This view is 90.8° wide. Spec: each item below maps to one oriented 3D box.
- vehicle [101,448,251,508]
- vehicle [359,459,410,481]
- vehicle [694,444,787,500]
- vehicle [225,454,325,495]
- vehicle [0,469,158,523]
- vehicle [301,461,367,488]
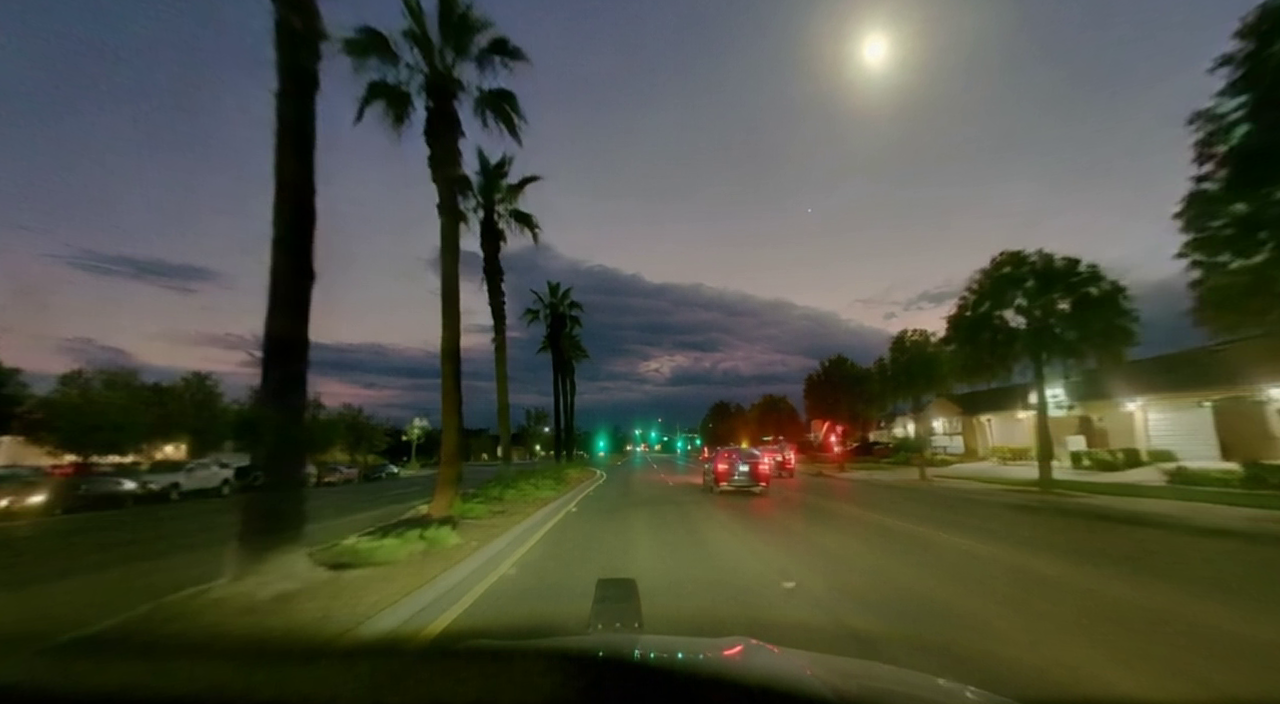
[{"bbox_3d":[-19.252,5.186,26.628,2.344,2.232,5.170,0,-9,-1],"label":"vehicle"},{"bbox_3d":[-19.253,8.912,47.838,1.897,1.482,4.707,0,-9,0],"label":"vehicle"},{"bbox_3d":[2.903,3.595,19.359,1.989,1.492,4.689,0,-9,-1],"label":"vehicle"},{"bbox_3d":[-19.226,6.440,33.634,2.056,1.946,5.498,0,-9,-1],"label":"vehicle"},{"bbox_3d":[-18.812,4.728,21.173,1.828,1.472,4.464,0,-9,-1],"label":"vehicle"},{"bbox_3d":[-19.199,7.661,39.900,1.836,1.476,4.950,0,-9,-1],"label":"vehicle"}]
